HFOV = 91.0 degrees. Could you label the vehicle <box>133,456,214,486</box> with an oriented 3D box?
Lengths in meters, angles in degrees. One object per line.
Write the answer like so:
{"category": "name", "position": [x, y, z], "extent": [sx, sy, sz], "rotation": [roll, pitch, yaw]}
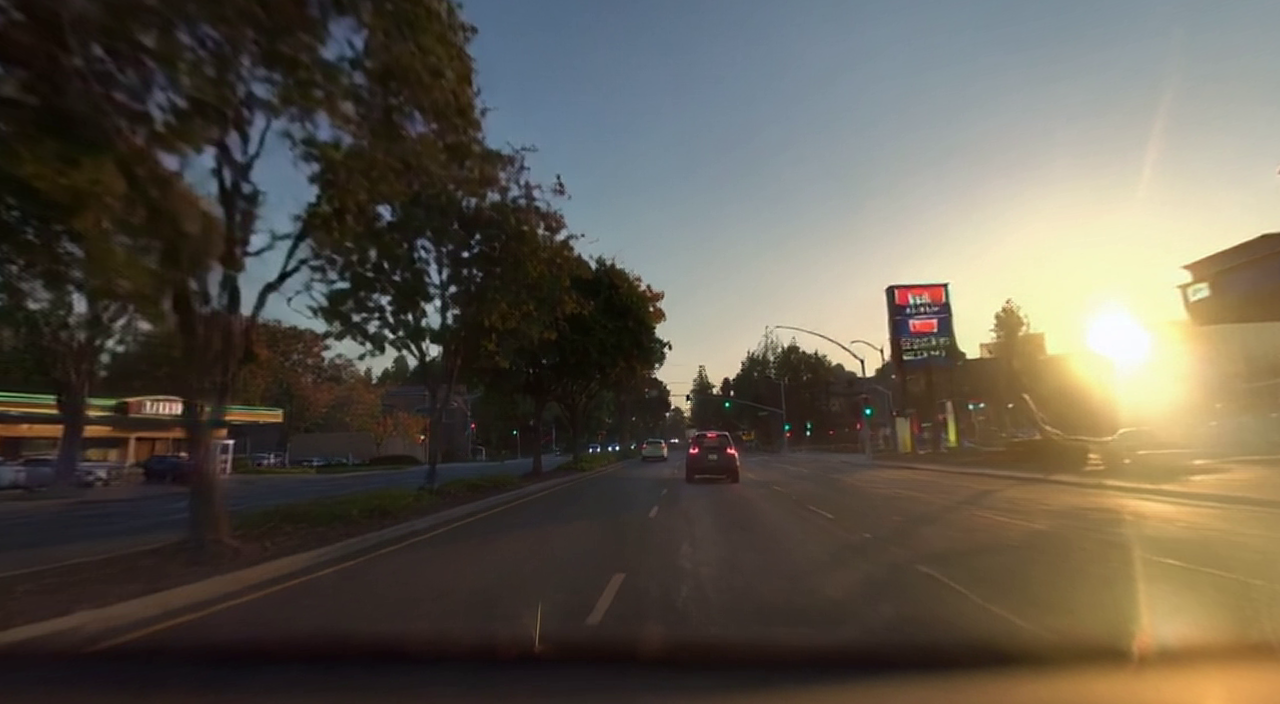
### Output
{"category": "vehicle", "position": [-25.455, 6.453, 34.326], "extent": [4.538, 1.469, 1.912], "rotation": [-6, -10, 32]}

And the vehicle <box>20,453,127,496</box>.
{"category": "vehicle", "position": [-25.371, 5.422, 28.170], "extent": [4.428, 1.708, 1.952], "rotation": [-4, -10, 27]}

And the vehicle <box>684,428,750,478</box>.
{"category": "vehicle", "position": [2.796, 3.825, 23.924], "extent": [2.213, 1.715, 4.242], "rotation": [-1, -9, 3]}

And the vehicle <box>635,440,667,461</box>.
{"category": "vehicle", "position": [0.857, 7.201, 46.219], "extent": [2.100, 1.469, 3.872], "rotation": [-1, -9, 5]}
